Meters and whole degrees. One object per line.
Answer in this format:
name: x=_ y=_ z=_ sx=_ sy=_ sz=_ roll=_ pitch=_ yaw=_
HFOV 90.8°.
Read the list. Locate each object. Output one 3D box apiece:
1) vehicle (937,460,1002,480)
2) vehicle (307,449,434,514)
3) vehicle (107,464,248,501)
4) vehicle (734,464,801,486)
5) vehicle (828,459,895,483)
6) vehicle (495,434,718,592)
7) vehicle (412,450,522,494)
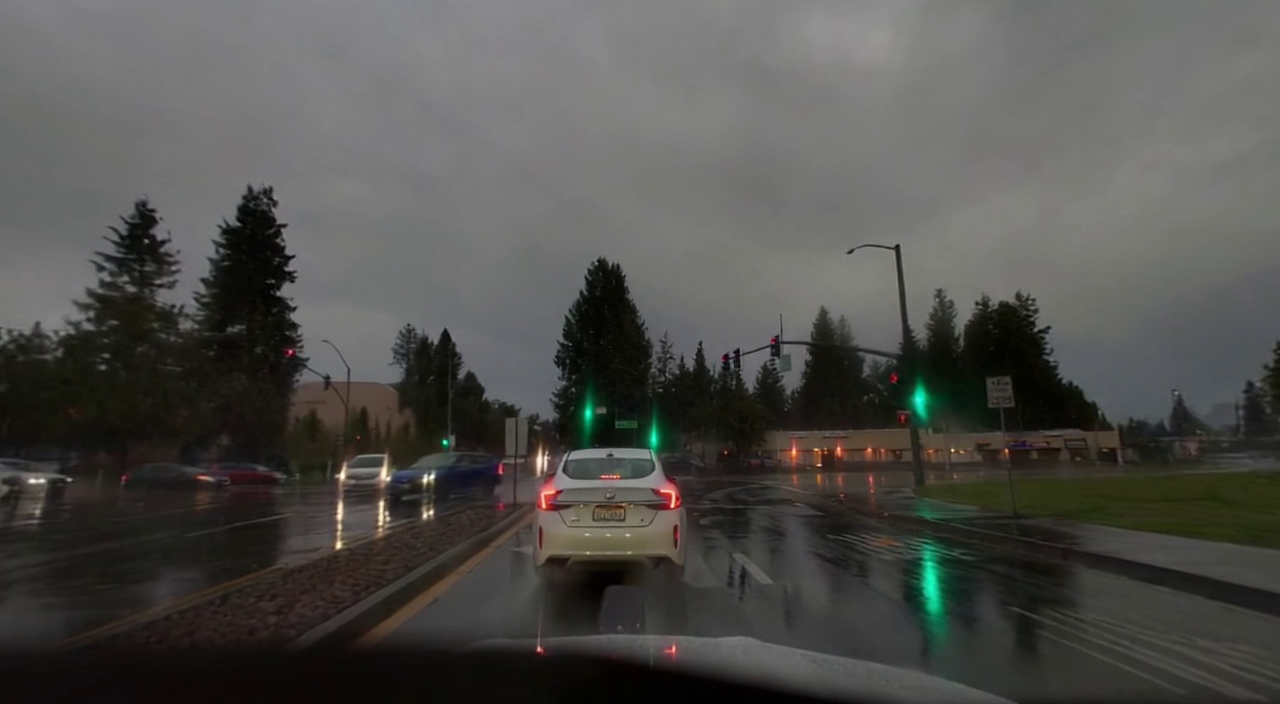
vehicle: x=25.928 y=9.282 z=49.762 sx=4.358 sy=1.471 sz=1.875 roll=2 pitch=-9 yaw=-16
vehicle: x=-7.377 y=3.545 z=17.899 sx=2.078 sy=1.534 sz=4.646 roll=1 pitch=-9 yaw=-8
vehicle: x=-20.086 y=5.683 z=27.660 sx=4.548 sy=1.449 sz=1.802 roll=2 pitch=-9 yaw=-13
vehicle: x=9.039 y=8.740 z=45.037 sx=4.254 sy=1.359 sz=1.895 roll=2 pitch=-9 yaw=-16
vehicle: x=16.459 y=8.804 z=47.059 sx=4.337 sy=1.637 sz=1.860 roll=2 pitch=-9 yaw=-16
vehicle: x=-0.359 y=1.858 z=8.203 sx=2.112 sy=1.479 sz=4.264 roll=0 pitch=-9 yaw=-1
vehicle: x=-8.830 y=6.007 z=32.141 sx=5.500 sy=2.012 sz=2.201 roll=-5 pitch=-10 yaw=32
